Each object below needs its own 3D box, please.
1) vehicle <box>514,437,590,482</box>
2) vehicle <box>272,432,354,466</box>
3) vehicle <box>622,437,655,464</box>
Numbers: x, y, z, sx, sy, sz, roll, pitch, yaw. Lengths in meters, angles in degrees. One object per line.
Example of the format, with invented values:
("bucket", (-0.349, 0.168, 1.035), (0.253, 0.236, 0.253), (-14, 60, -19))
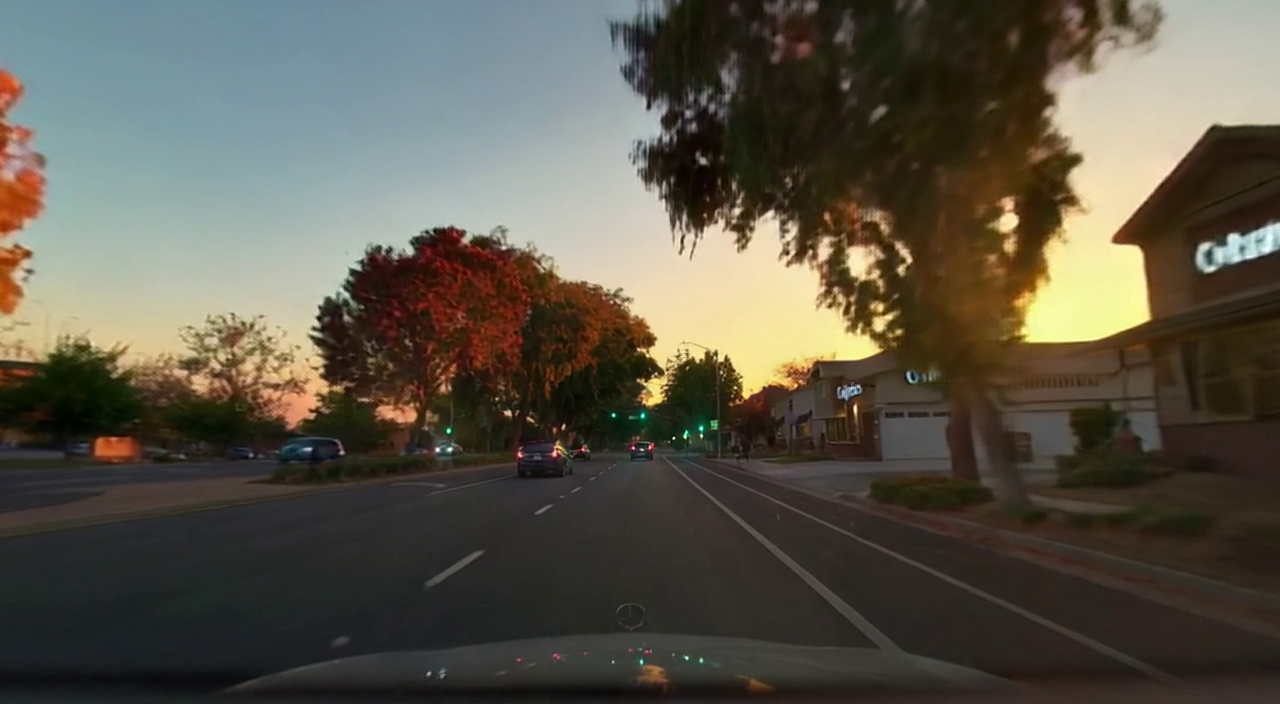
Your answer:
("vehicle", (-3.032, 3.829, 22.769), (2.015, 1.470, 4.458), (0, -8, 1))
("vehicle", (-17.357, 5.174, 33.747), (2.032, 1.689, 4.624), (0, -8, -2))
("vehicle", (-0.103, 6.718, 43.166), (2.153, 1.764, 4.047), (0, -8, 0))
